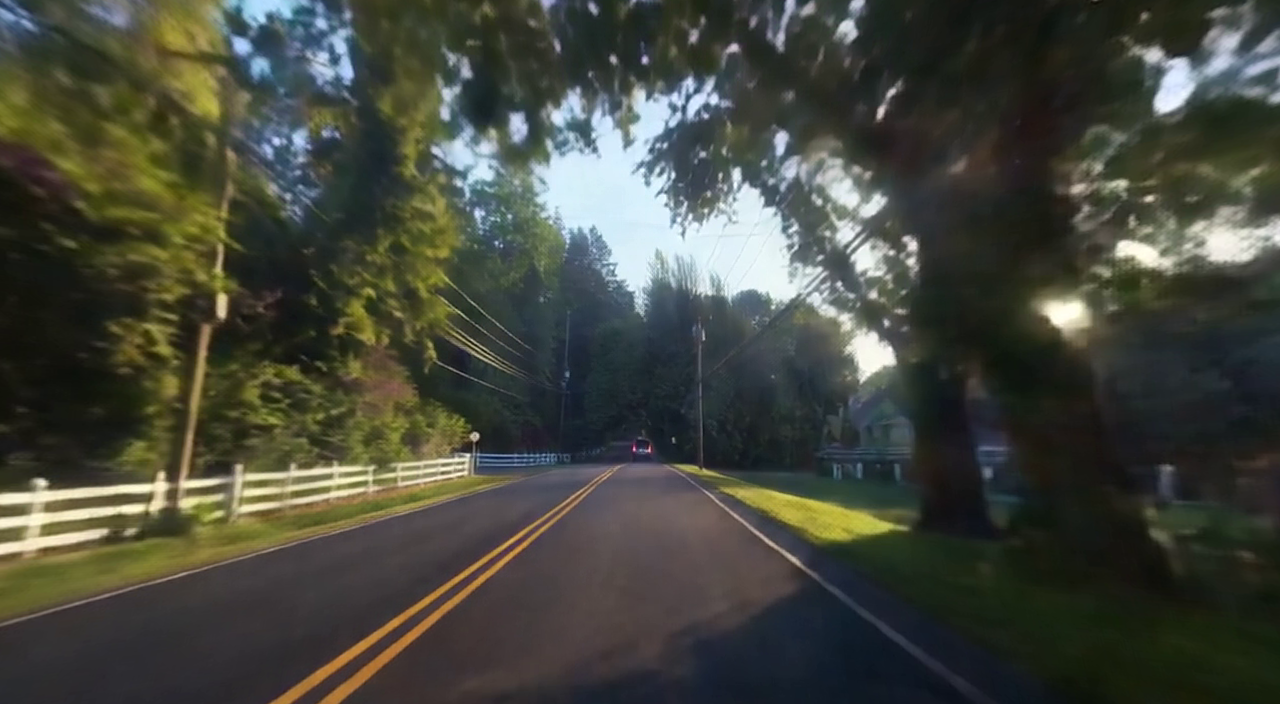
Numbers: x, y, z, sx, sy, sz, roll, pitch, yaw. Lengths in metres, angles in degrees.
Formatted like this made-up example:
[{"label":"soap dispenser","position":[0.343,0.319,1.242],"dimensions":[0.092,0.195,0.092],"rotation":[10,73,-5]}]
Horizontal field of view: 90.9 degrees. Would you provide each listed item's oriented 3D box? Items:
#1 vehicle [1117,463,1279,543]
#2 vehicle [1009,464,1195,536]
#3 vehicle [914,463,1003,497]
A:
[{"label":"vehicle","position":[18.189,4.465,19.177],"dimensions":[2.328,1.955,5.699],"rotation":[-2,-9,-8]},{"label":"vehicle","position":[14.287,4.563,20.044],"dimensions":[2.009,1.781,5.311],"rotation":[0,-8,2]},{"label":"vehicle","position":[16.070,6.466,32.092],"dimensions":[2.001,1.450,4.481],"rotation":[0,-8,-2]}]
